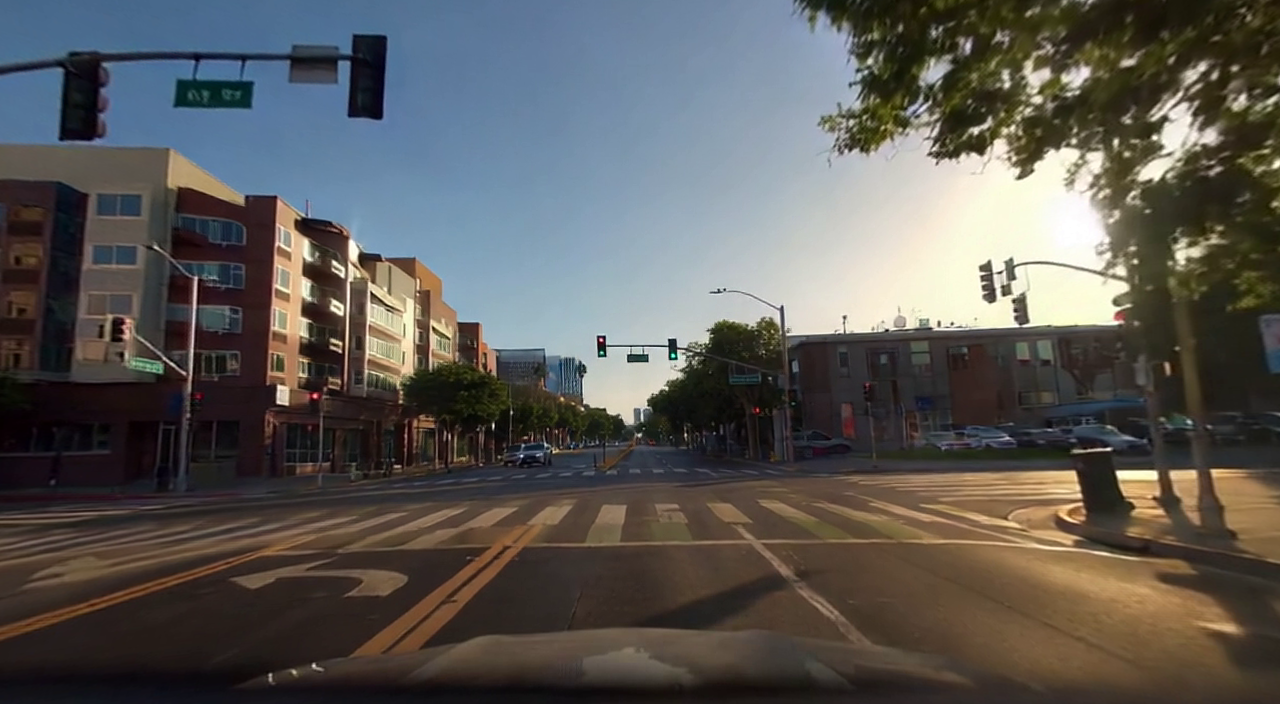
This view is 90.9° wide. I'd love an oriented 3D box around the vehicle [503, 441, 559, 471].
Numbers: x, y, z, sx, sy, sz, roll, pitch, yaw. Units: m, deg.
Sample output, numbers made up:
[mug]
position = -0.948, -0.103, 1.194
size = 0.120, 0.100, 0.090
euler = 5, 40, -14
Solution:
[vehicle]
position = -5.721, 5.514, 33.623
size = 2.127, 1.473, 4.428
euler = 0, -9, 1
